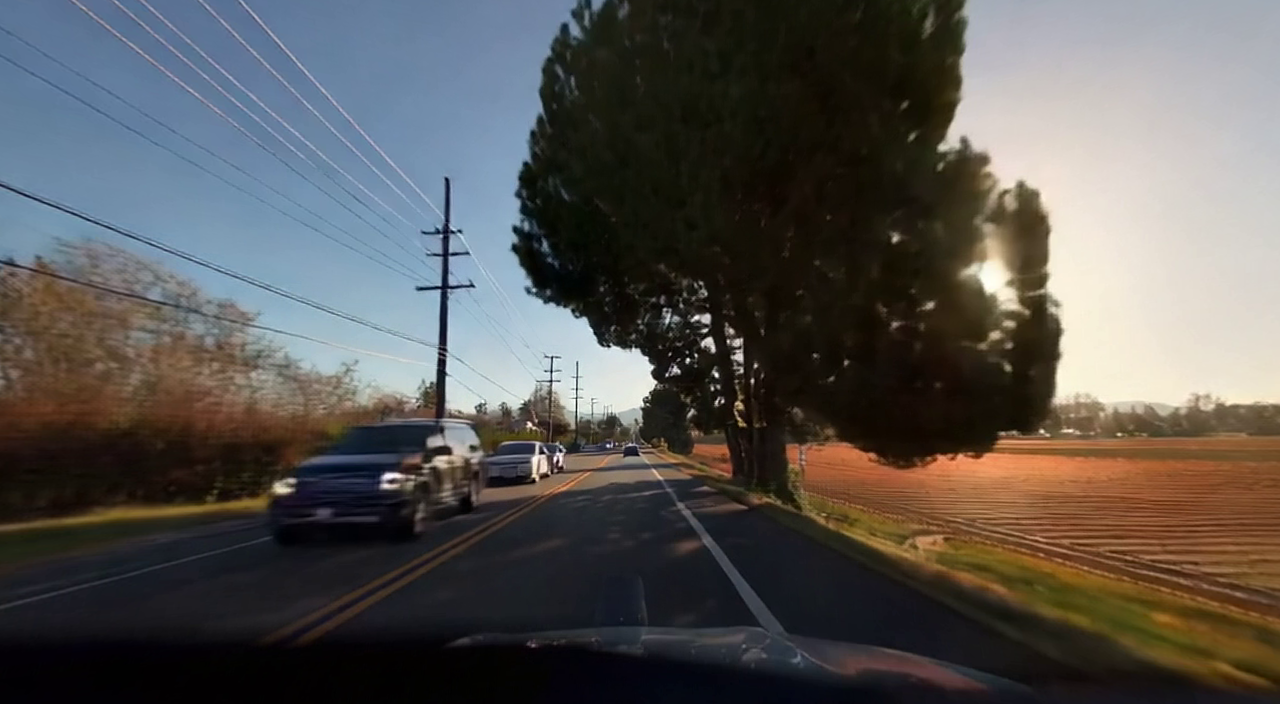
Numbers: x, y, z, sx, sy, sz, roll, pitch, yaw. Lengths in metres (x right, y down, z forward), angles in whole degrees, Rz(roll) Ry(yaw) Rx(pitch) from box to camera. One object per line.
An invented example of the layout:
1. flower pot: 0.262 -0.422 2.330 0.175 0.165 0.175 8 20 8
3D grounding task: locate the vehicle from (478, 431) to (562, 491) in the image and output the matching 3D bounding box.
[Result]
1. vehicle: -4.770 4.358 25.917 2.549 2.028 5.180 -3 -7 -2

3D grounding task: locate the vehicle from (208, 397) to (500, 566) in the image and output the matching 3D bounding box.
1. vehicle: -4.705 2.209 12.028 2.762 2.167 6.359 -3 -7 -2
